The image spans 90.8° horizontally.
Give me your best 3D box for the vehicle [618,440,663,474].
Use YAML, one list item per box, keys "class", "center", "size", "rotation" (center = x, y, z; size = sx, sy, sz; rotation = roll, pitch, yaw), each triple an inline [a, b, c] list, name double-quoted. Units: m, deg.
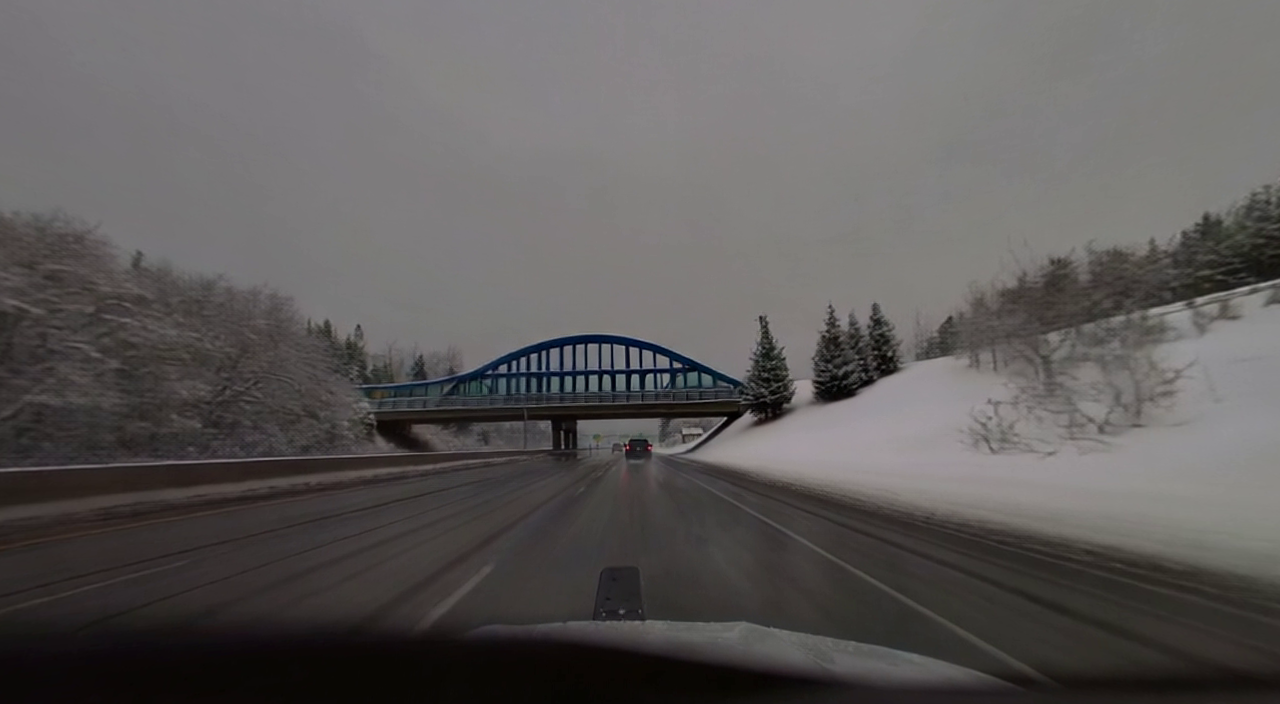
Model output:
- class: "vehicle"
  center: [0.013, 5.671, 34.272]
  size: [2.299, 1.716, 4.579]
  rotation: [0, -9, -1]
